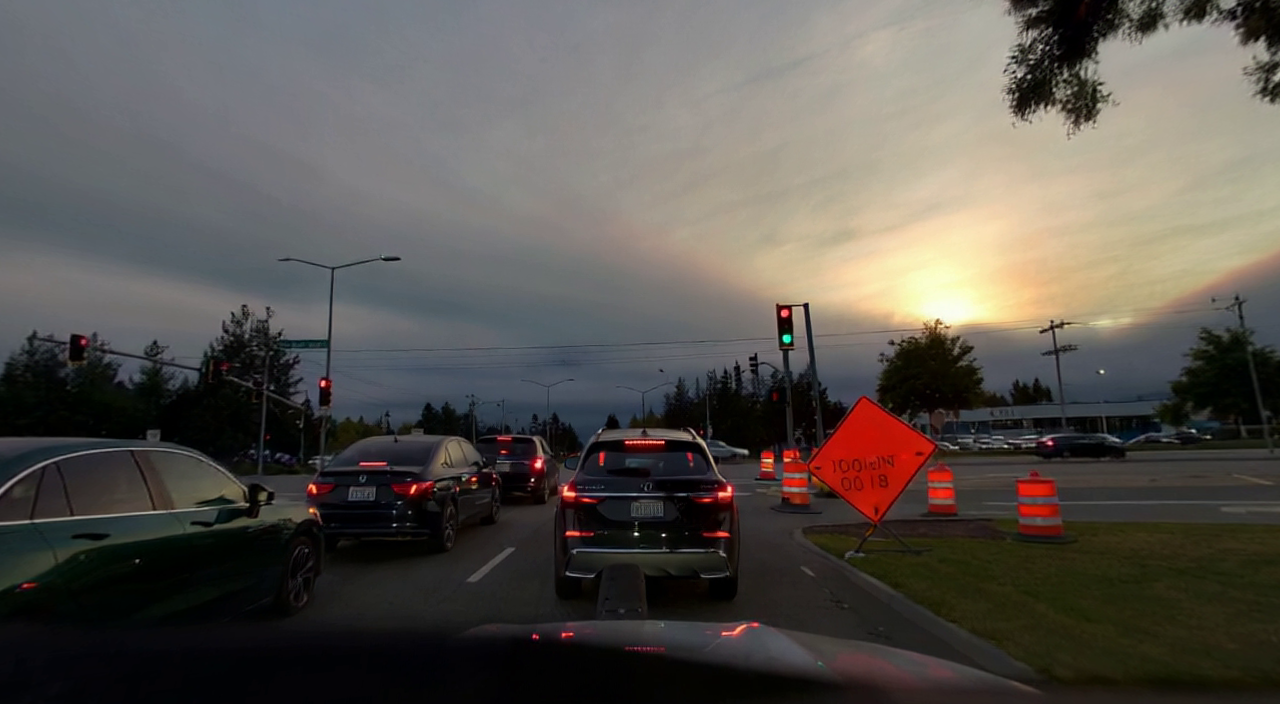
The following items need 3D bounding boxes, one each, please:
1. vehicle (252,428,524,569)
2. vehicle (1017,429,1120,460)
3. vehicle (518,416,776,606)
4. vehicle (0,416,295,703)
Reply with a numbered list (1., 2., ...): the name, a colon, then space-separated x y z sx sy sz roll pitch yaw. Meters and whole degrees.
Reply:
1. vehicle: -3.278 1.994 9.450 1.989 1.541 4.626 0 -9 2
2. vehicle: 27.669 6.016 40.806 5.082 1.907 2.115 0 -9 1
3. vehicle: 0.103 1.619 7.211 2.167 1.560 3.676 0 -9 1
4. vehicle: -3.591 0.948 2.151 2.064 1.497 4.722 0 -9 1
